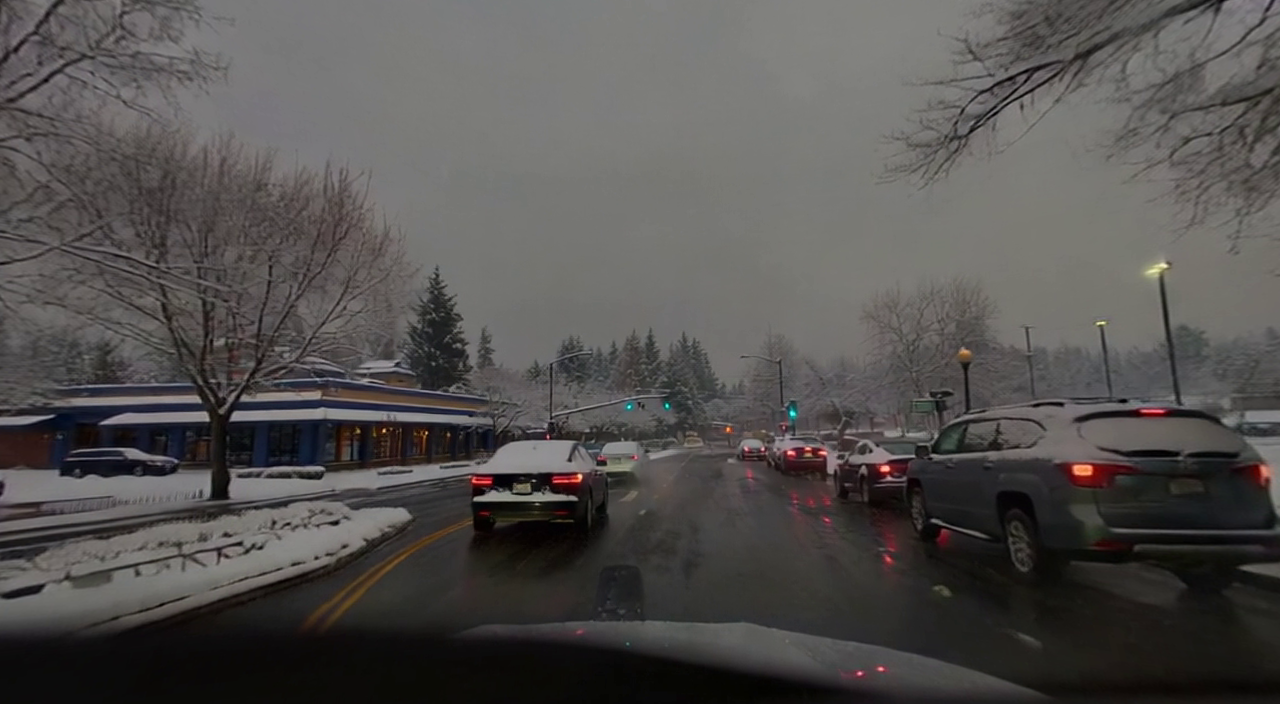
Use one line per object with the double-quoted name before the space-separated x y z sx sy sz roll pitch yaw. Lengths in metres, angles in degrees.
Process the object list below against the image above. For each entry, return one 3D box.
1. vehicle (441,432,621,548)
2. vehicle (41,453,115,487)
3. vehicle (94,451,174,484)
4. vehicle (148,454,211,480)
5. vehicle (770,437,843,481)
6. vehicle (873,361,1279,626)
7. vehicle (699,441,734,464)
"vehicle" -1.512 2.128 10.515 1.968 1.497 4.286 -1 -8 4
"vehicle" -27.622 5.752 31.036 3.865 1.499 1.804 -6 -10 36
"vehicle" -27.172 6.159 33.918 4.127 1.583 1.978 -5 -10 32
"vehicle" -26.595 6.607 36.484 3.527 1.390 1.681 -6 -10 33
"vehicle" 6.151 3.988 23.862 1.910 1.493 4.490 -1 -8 5
"vehicle" 4.787 1.427 7.444 2.324 1.907 5.634 -1 -8 5
"vehicle" 5.029 6.647 41.908 2.095 1.473 4.301 -1 -8 5
